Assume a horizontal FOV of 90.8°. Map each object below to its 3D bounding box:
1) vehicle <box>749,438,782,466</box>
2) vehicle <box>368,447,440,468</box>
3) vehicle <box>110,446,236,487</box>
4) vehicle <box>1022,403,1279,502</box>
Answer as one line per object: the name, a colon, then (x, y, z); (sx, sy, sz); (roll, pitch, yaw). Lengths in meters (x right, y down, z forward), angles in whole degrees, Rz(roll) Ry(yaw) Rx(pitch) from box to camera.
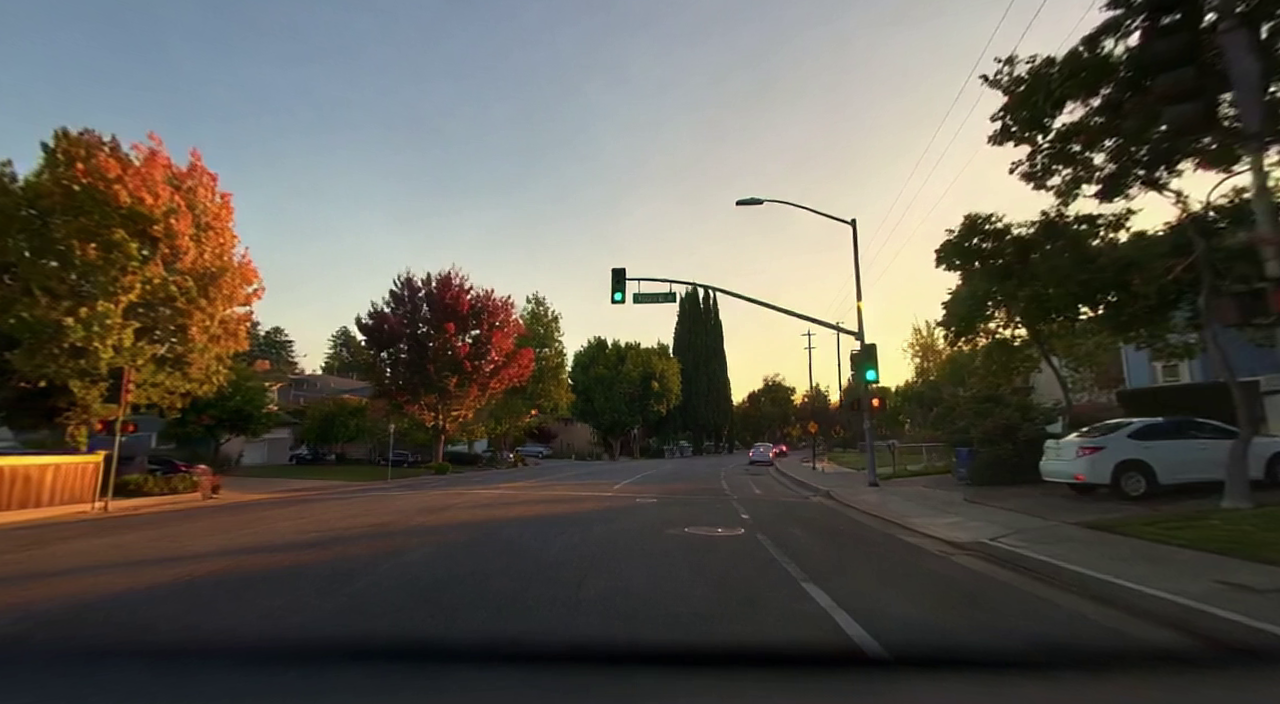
vehicle: (8.361, 6.607, 41.833); (1.989, 1.782, 4.351); (-2, -9, 13)
vehicle: (-17.503, 7.837, 46.979); (4.658, 1.482, 1.879); (-2, -9, 12)
vehicle: (-19.824, 4.837, 26.897); (4.028, 1.610, 1.881); (-1, -9, 8)
vehicle: (10.491, 1.939, 12.263); (4.833, 1.742, 1.946); (0, -8, 1)
